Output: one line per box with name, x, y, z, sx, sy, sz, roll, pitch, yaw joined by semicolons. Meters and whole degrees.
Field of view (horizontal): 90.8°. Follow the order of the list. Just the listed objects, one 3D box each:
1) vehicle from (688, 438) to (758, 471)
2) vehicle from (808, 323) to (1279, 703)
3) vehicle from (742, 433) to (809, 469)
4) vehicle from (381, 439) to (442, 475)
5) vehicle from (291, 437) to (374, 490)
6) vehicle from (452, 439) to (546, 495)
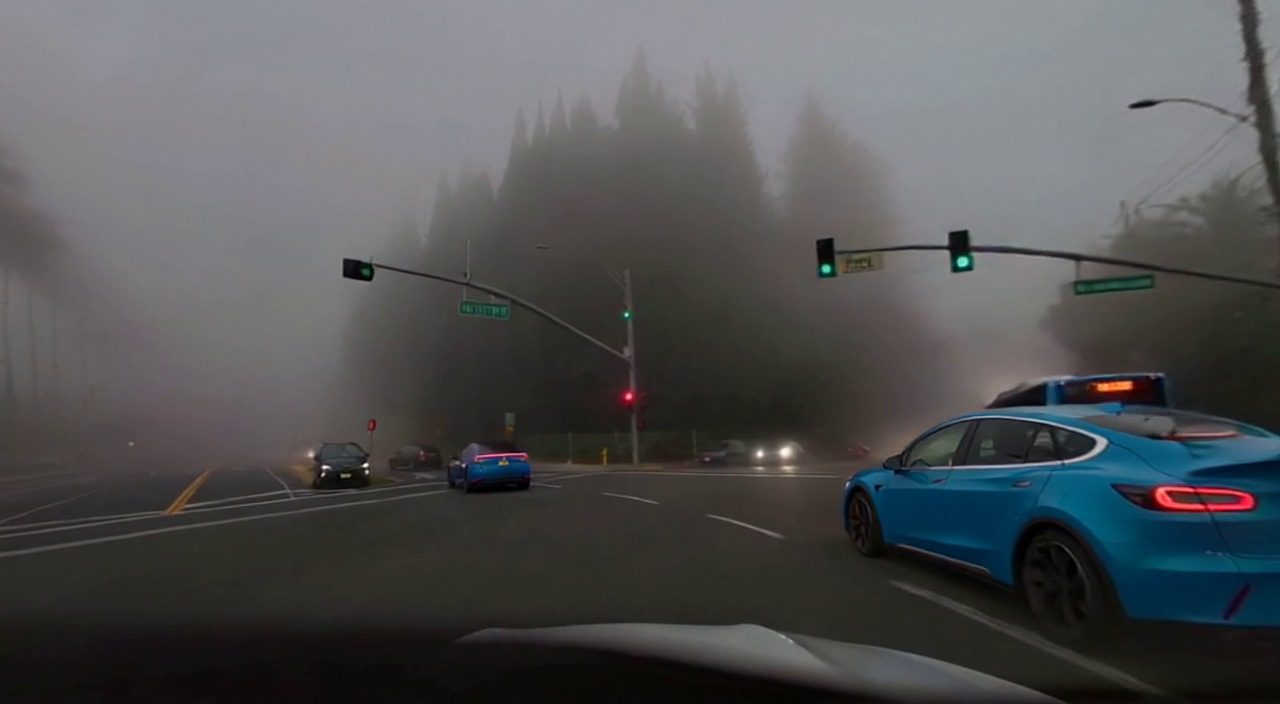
vehicle;4.931;5.940;36.962;2.290;1.688;5.224;-6;-9;28
vehicle;3.350;1.144;5.300;2.205;1.803;5.135;0;-8;-3
vehicle;7.385;5.304;33.953;2.122;1.730;5.138;-5;-10;27
vehicle;-13.140;5.957;36.147;2.272;1.891;4.562;5;-10;-32
vehicle;-12.611;4.457;25.690;2.283;1.878;5.384;5;-10;-33
vehicle;-5.033;3.939;22.070;2.341;1.709;4.466;3;-9;-24
